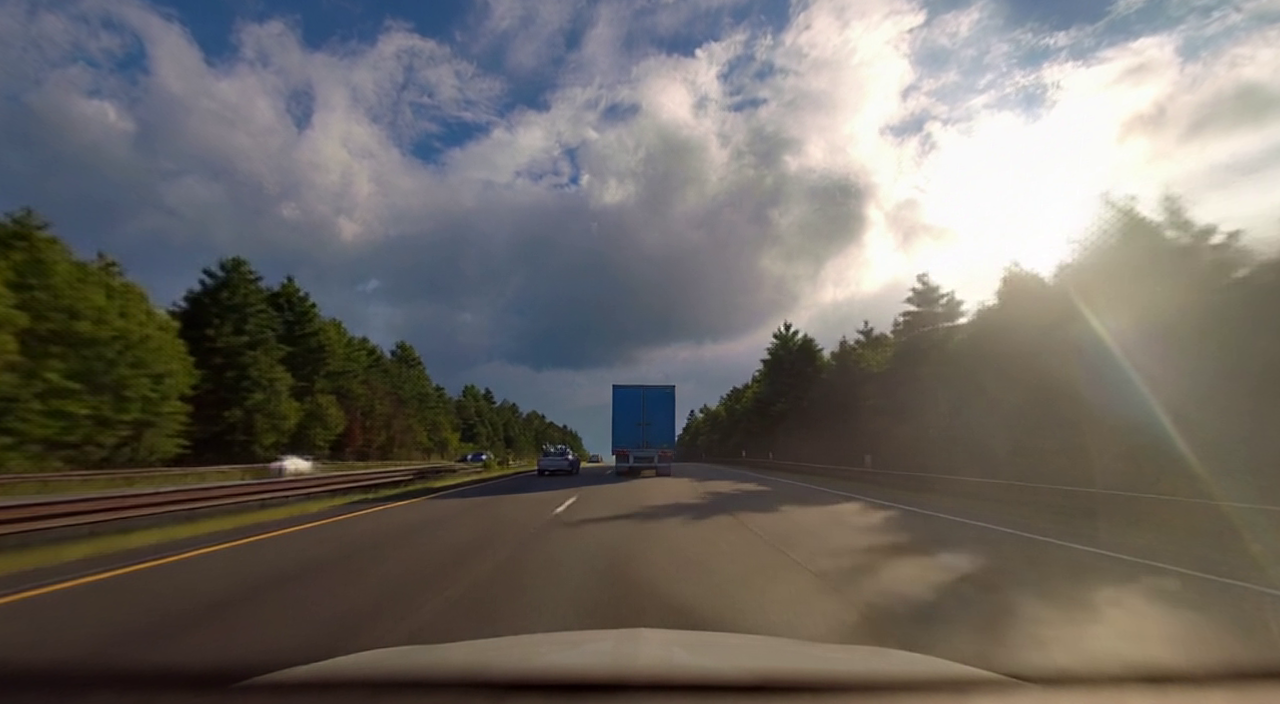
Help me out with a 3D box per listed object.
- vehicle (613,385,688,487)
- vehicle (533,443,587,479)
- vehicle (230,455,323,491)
[{"bbox_3d":[0.470,3.870,28.380,2.821,3.878,8.925,0,-9,1],"label":"vehicle"},{"bbox_3d":[-3.880,5.386,31.409,2.018,1.632,4.722,0,-9,1],"label":"vehicle"},{"bbox_3d":[-16.230,5.398,28.351,1.779,1.438,3.897,0,-9,1],"label":"vehicle"}]
